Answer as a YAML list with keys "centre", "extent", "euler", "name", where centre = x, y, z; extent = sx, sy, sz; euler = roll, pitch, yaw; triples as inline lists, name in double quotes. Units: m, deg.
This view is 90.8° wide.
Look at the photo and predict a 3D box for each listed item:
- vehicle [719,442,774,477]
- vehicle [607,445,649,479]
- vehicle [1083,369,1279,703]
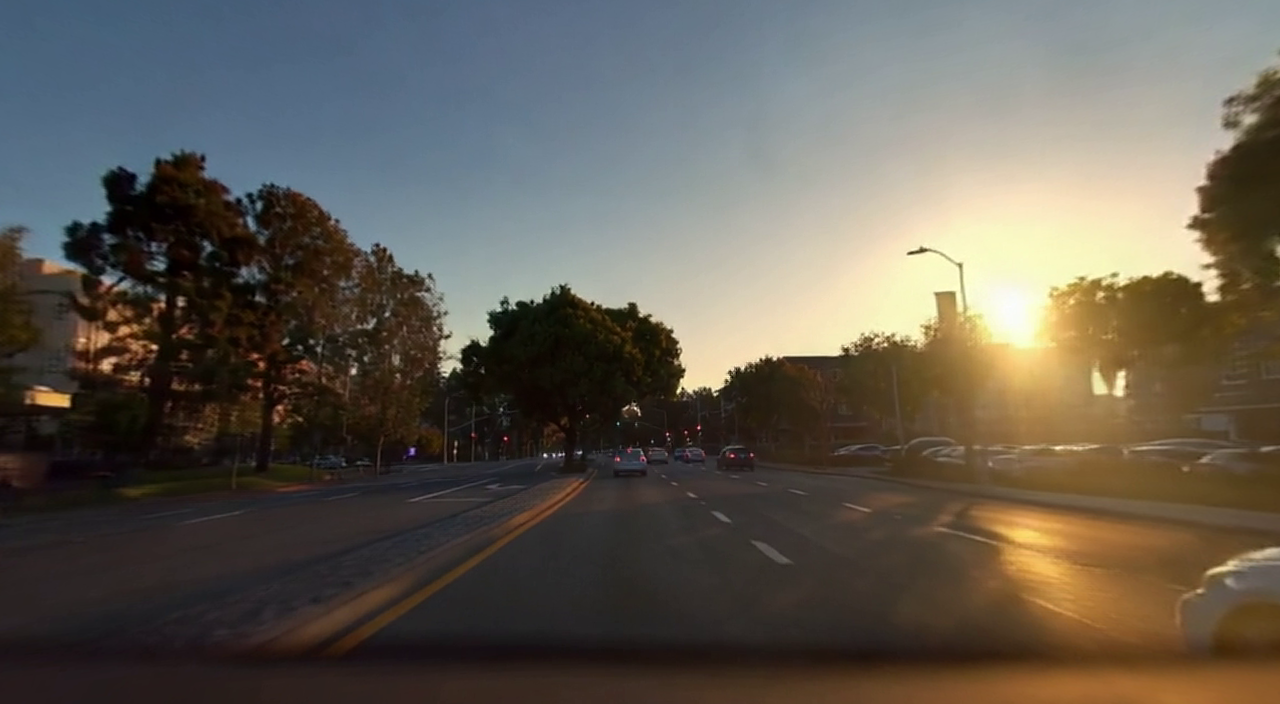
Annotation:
- centre: [6.235, 6.374, 37.721]
  extent: [2.052, 1.886, 5.297]
  euler: [0, -9, -3]
  name: "vehicle"
- centre: [-0.708, 5.903, 34.076]
  extent: [2.101, 1.641, 4.341]
  euler: [0, -9, -3]
  name: "vehicle"
- centre: [3.488, 0.688, 1.149]
  extent: [1.893, 1.664, 4.670]
  euler: [0, -9, -1]
  name: "vehicle"
